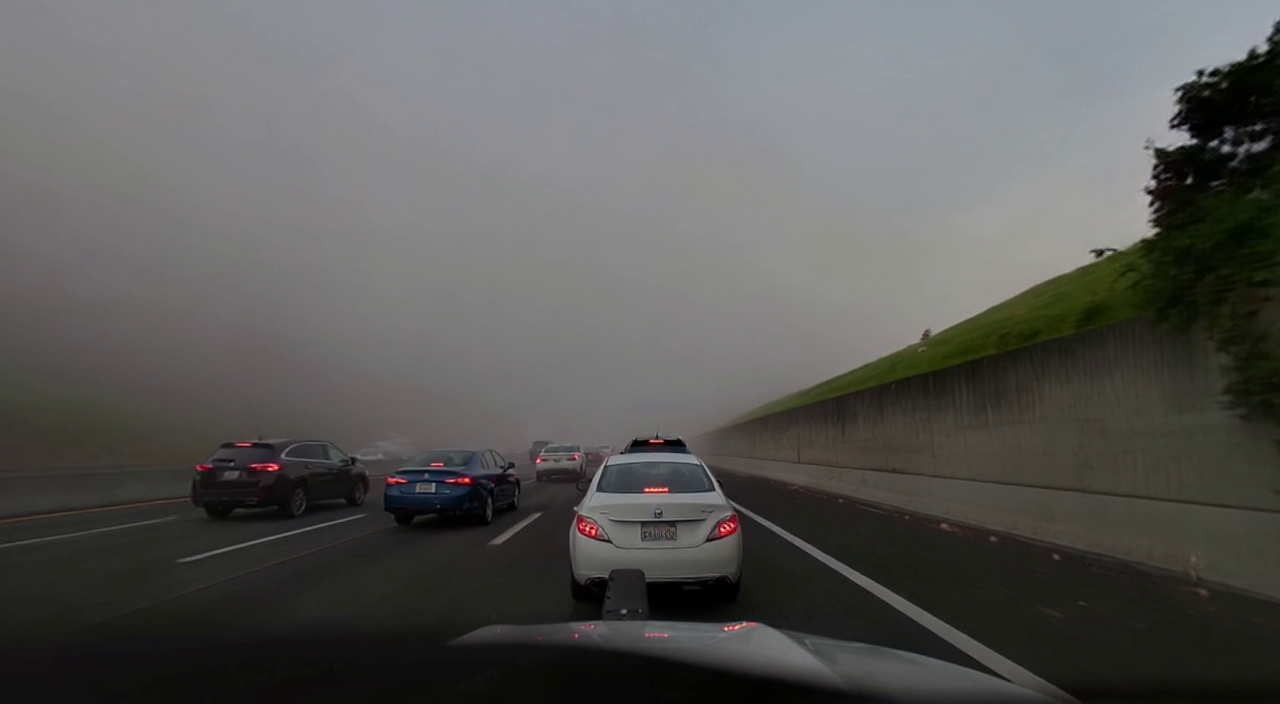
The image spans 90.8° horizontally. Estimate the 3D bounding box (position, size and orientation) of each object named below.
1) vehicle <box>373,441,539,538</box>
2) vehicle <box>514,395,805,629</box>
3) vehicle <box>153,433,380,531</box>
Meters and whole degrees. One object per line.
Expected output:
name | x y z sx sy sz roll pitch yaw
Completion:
vehicle | -3.240 2.488 12.025 1.917 1.506 3.949 0 -9 1
vehicle | 0.104 1.628 7.546 2.210 1.760 5.303 0 -9 -1
vehicle | -7.500 2.636 13.391 1.986 1.700 4.558 0 -9 0
